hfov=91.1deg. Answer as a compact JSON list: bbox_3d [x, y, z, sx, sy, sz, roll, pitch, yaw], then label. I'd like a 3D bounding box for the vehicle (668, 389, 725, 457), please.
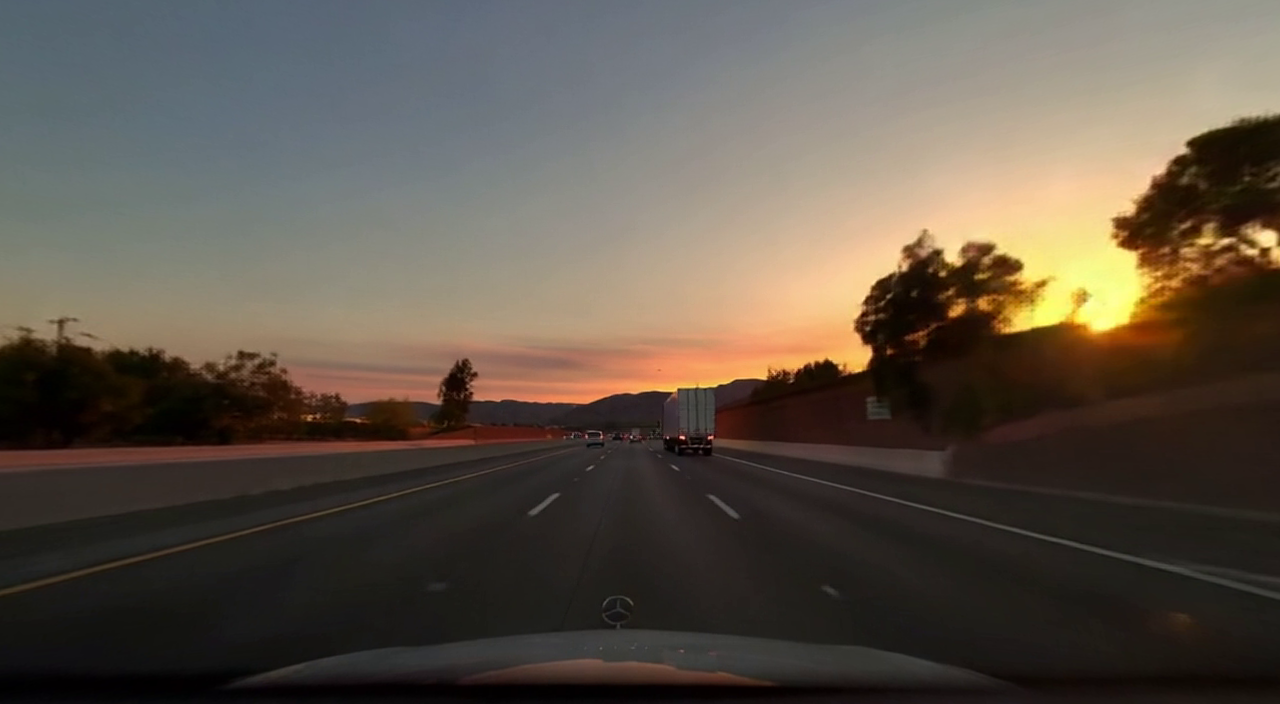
[{"bbox_3d":[3.527,4.775,41.633,2.859,3.981,8.596,0,-8,-1],"label":"vehicle"}]
